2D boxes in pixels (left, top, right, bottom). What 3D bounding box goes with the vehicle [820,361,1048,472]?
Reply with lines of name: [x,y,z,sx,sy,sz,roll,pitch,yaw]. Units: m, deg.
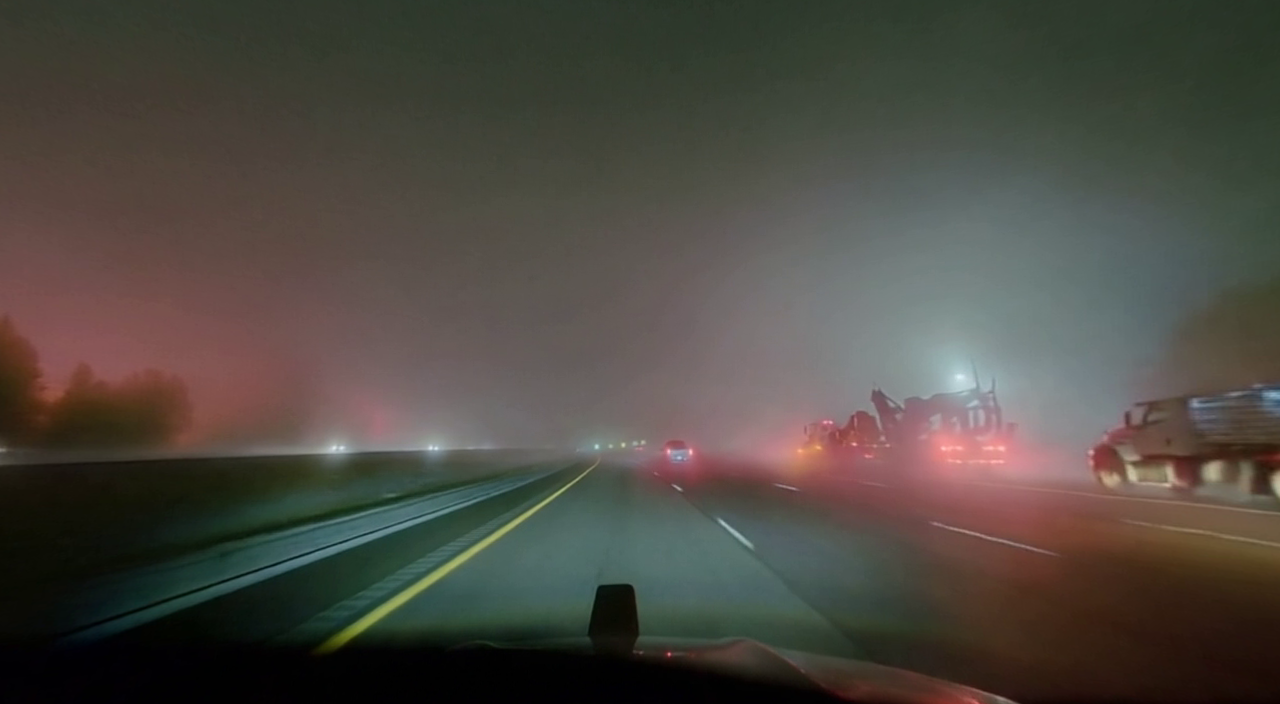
vehicle: [13.652,3.614,32.181,3.968,4.321,14.566,1,-8,-3]

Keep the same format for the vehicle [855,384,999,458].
vehicle: [13.558,3.473,30.637,3.476,3.195,6.407,1,-8,-5]

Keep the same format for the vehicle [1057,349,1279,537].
vehicle: [10.592,1.473,10.217,2.873,2.663,6.922,0,-8,0]

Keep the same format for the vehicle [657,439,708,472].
vehicle: [2.298,5.753,35.427,2.305,1.729,4.526,0,-8,-3]
